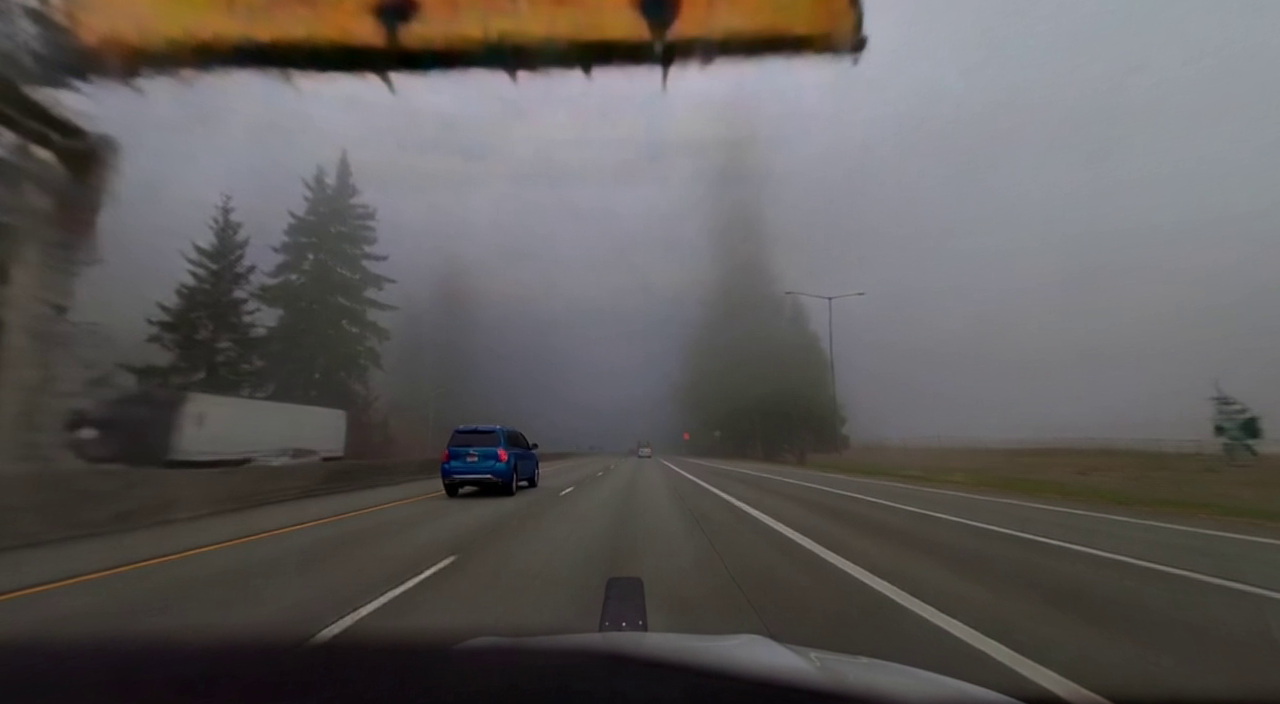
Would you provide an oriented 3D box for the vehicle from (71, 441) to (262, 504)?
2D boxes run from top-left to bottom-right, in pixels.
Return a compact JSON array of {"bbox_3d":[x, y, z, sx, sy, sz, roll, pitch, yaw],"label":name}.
[{"bbox_3d":[-13.364,3.377,18.289,1.804,1.556,4.752,0,-8,0],"label":"vehicle"}]

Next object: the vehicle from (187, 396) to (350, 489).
[{"bbox_3d":[-17.820,4.466,31.181,2.829,3.952,8.217,0,-8,1],"label":"vehicle"}]

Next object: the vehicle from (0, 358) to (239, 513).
[{"bbox_3d":[-17.942,2.785,20.472,2.967,3.942,10.400,0,-8,0],"label":"vehicle"}]

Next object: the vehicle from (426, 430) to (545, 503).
[{"bbox_3d":[-4.100,3.102,17.594,2.084,1.752,4.479,0,-8,1],"label":"vehicle"}]
